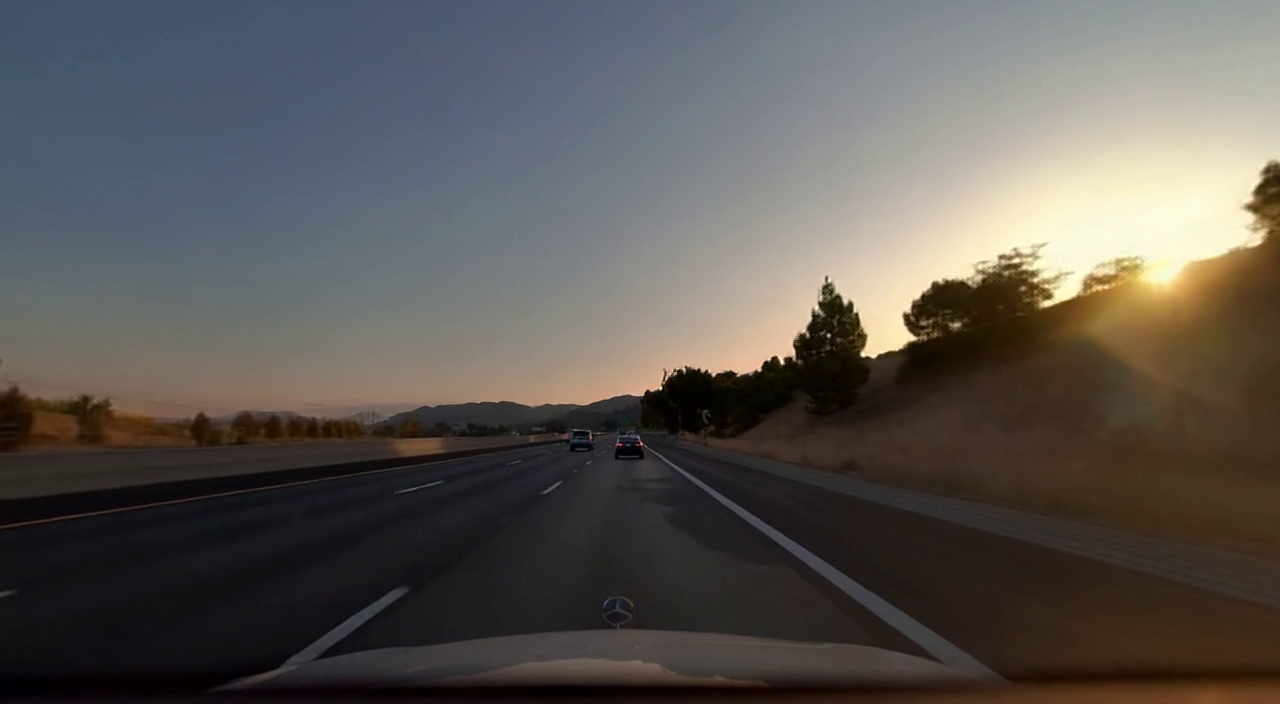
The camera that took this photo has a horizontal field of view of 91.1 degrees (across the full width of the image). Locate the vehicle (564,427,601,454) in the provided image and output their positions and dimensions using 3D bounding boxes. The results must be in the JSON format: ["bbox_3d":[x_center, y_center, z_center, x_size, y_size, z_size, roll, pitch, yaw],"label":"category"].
[{"bbox_3d":[-4.234,6.570,46.825,2.251,1.938,4.708,0,-8,0],"label":"vehicle"}]

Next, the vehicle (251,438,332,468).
[{"bbox_3d":[-19.648,5.675,35.688,1.908,1.521,4.730,0,-8,0],"label":"vehicle"}]

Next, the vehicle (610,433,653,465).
[{"bbox_3d":[-0.462,4.699,30.779,1.948,1.470,3.913,0,-8,-2],"label":"vehicle"}]
